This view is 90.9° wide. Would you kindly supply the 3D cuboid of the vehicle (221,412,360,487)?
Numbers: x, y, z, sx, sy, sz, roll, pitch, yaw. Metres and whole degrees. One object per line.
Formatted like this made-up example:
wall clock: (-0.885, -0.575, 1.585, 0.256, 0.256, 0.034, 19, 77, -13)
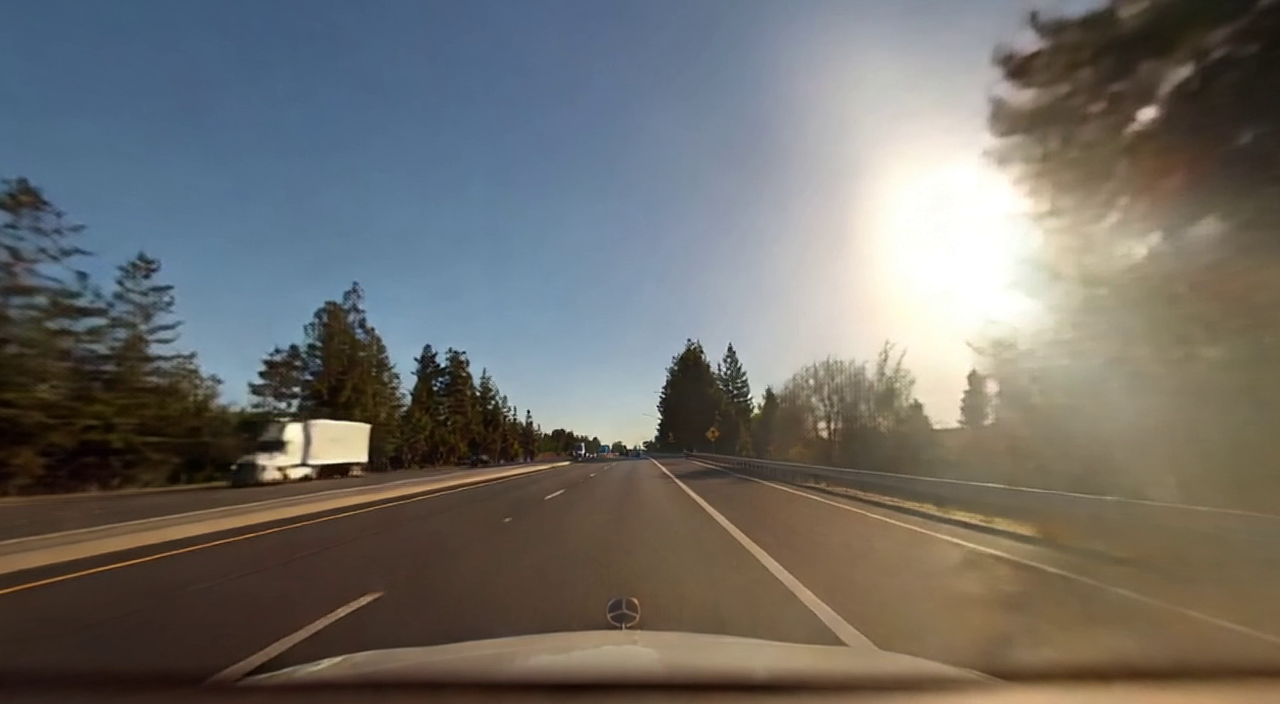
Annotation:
vehicle: (-17.185, 4.918, 31.745, 2.673, 3.263, 7.575, -1, -9, -1)
